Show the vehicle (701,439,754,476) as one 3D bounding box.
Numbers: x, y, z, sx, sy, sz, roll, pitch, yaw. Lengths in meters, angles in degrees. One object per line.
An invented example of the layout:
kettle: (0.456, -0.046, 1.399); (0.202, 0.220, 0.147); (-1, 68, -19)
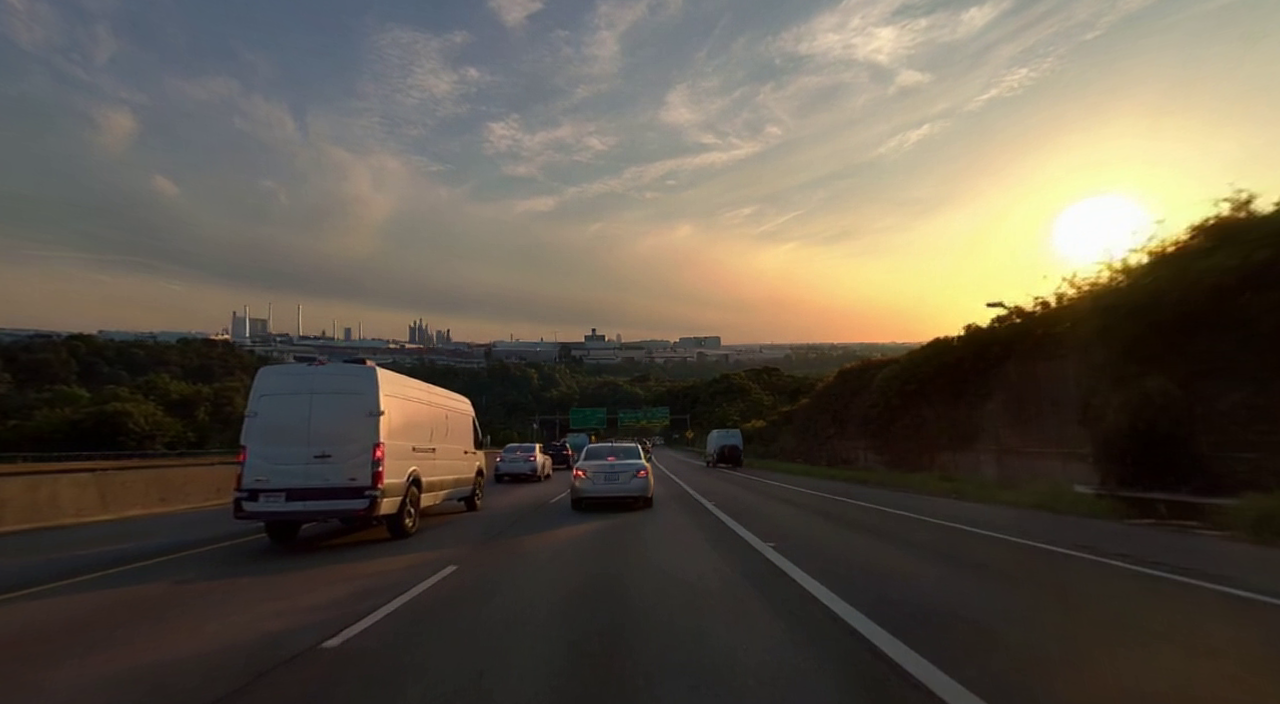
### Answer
vehicle: (4.322, 5.298, 31.770); (2.003, 1.754, 4.134); (0, -9, 0)

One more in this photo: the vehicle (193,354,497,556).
vehicle: (-4.604, 1.849, 11.668); (2.248, 2.626, 6.837); (0, -9, 0)

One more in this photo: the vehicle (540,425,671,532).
vehicle: (-0.552, 2.330, 12.070); (2.093, 1.695, 3.782); (0, -9, 0)

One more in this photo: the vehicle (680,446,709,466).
vehicle: (4.170, 8.068, 48.883); (1.874, 1.512, 3.723); (0, -9, 0)
